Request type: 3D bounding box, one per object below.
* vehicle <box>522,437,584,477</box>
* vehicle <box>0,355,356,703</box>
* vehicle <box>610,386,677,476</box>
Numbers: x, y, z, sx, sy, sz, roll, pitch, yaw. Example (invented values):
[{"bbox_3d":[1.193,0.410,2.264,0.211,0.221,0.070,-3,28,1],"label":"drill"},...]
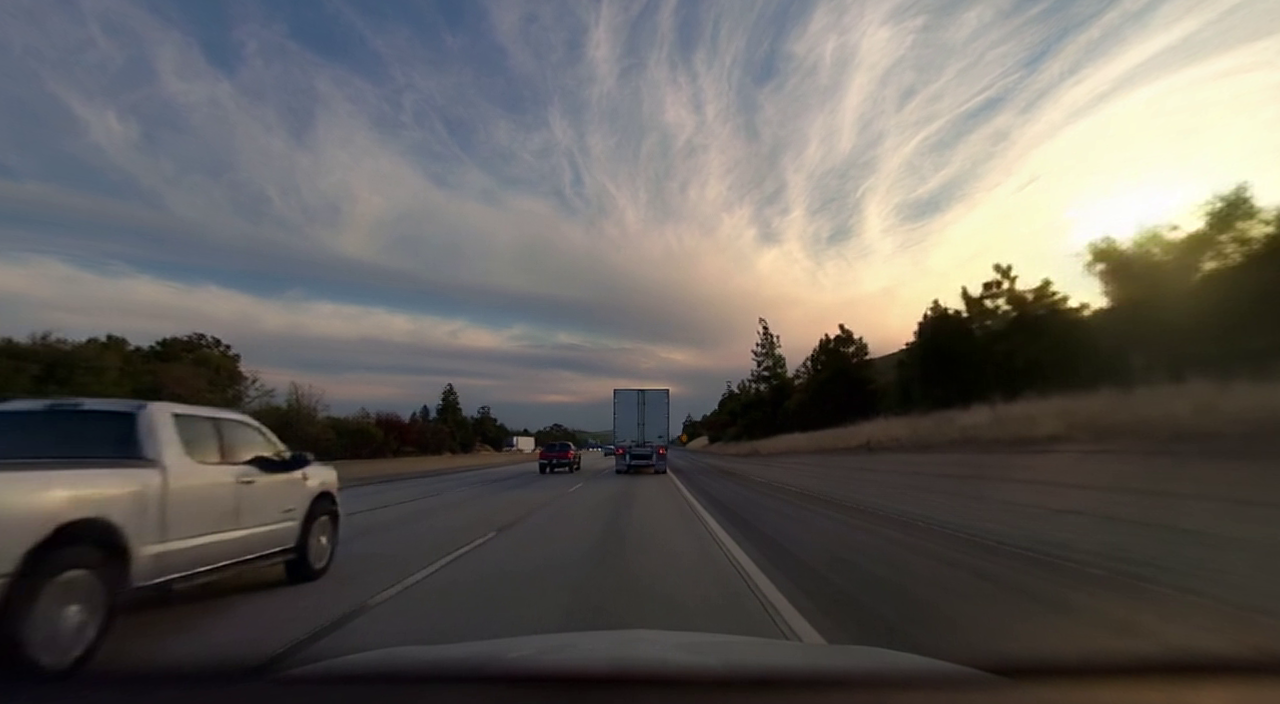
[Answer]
[{"bbox_3d":[-4.195,5.178,31.343,2.285,1.833,4.984,0,-9,1],"label":"vehicle"},{"bbox_3d":[-4.169,1.089,4.306,2.140,1.750,4.901,0,-9,0],"label":"vehicle"},{"bbox_3d":[0.130,4.448,34.596,3.052,4.132,11.336,0,-9,0],"label":"vehicle"}]
